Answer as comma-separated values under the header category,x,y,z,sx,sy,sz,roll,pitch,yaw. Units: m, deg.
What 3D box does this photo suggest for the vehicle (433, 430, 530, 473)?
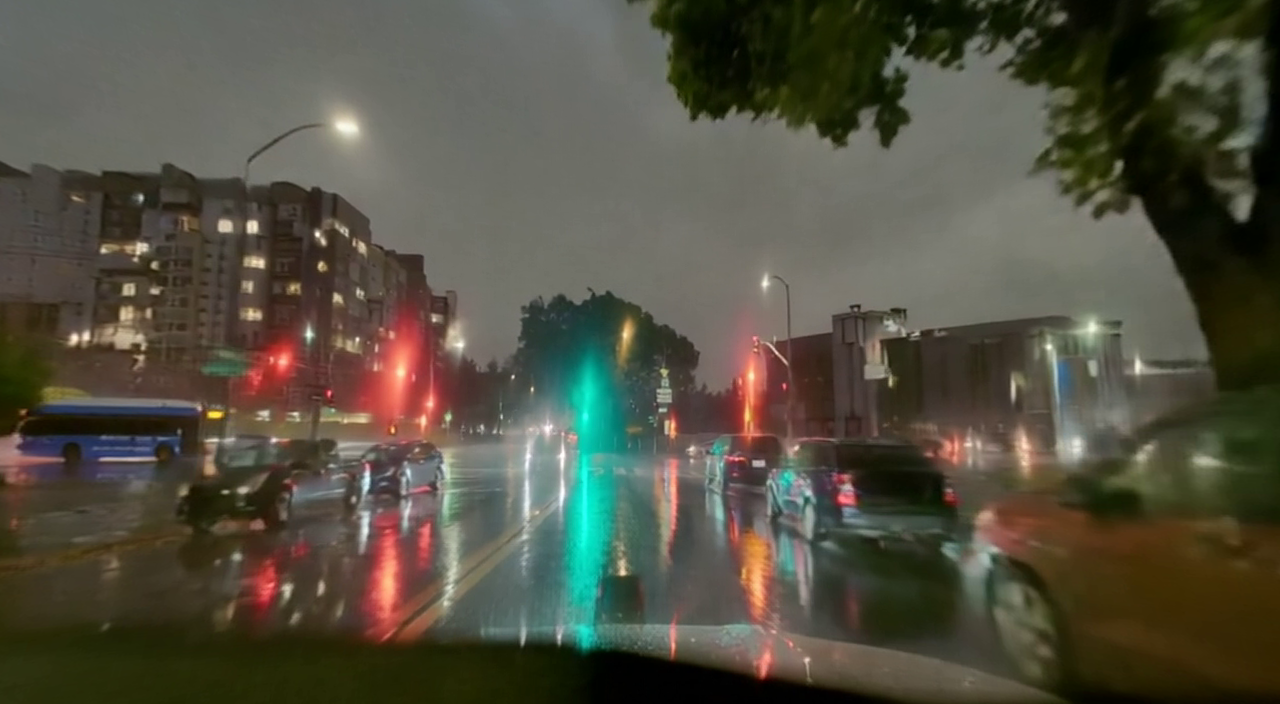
category,x,y,z,sx,sy,sz,roll,pitch,yaw
vehicle,-7.483,4.631,29.529,4.791,1.818,2.148,-8,-12,44

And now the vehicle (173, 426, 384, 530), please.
category,x,y,z,sx,sy,sz,roll,pitch,yaw
vehicle,-7.021,2.476,12.891,1.893,1.758,4.019,0,-9,0

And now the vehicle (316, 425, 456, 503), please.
category,x,y,z,sx,sy,sz,roll,pitch,yaw
vehicle,-7.000,3.156,18.109,2.132,1.801,4.885,-2,-9,-1

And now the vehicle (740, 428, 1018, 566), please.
category,x,y,z,sx,sy,sz,roll,pitch,yaw
vehicle,2.980,1.938,9.290,2.032,1.474,4.795,0,-9,-2

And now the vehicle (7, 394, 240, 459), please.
category,x,y,z,sx,sy,sz,roll,pitch,yaw
vehicle,-29.563,4.372,36.517,10.621,3.479,3.025,0,-10,1

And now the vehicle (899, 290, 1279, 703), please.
category,x,y,z,sx,sy,sz,roll,pitch,yaw
vehicle,3.118,0.691,1.776,2.222,1.812,5.688,0,-9,-2

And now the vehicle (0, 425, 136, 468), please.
category,x,y,z,sx,sy,sz,roll,pitch,yaw
vehicle,-28.801,4.741,31.814,4.704,2.065,2.328,0,-9,-2
